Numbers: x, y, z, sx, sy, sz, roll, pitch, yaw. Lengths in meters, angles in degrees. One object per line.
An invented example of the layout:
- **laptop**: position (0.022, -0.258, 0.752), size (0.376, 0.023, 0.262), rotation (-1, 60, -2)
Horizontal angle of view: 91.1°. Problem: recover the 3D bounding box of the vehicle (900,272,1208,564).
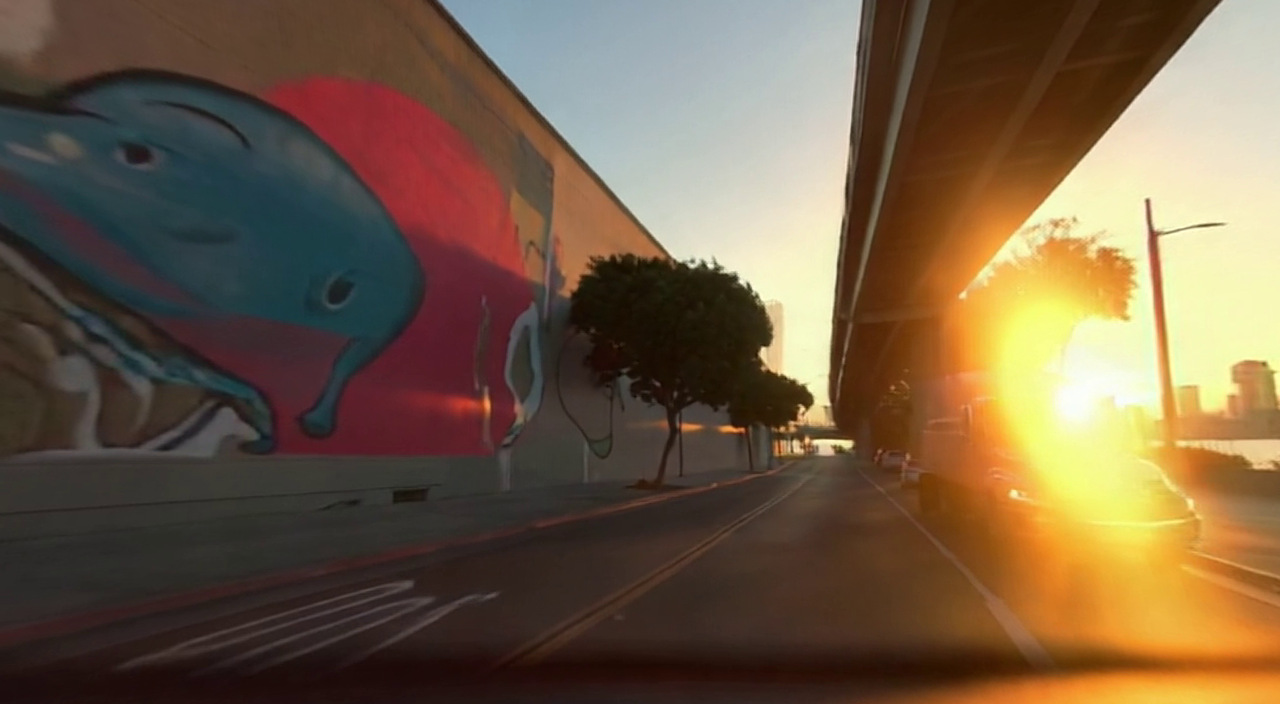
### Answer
- **vehicle**: position (7.487, 1.533, 13.246), size (2.849, 3.893, 9.347), rotation (-3, -9, 18)
